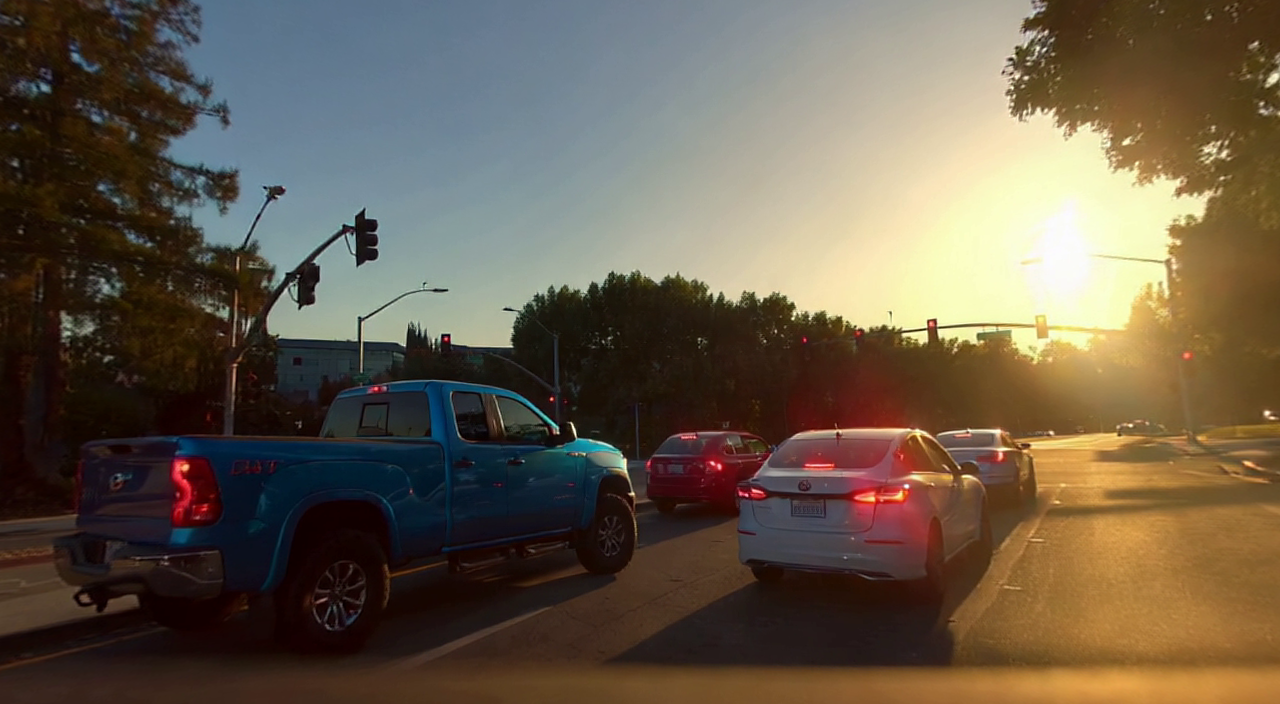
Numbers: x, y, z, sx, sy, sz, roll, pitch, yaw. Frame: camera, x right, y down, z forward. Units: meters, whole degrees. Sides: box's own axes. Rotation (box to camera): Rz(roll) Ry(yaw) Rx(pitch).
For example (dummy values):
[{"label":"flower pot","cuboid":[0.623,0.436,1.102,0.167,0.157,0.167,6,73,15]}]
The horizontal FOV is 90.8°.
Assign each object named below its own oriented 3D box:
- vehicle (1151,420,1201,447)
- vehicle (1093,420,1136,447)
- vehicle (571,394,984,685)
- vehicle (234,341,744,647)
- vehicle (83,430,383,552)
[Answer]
[{"label":"vehicle","cuboid":[35.766,5.480,42.194,2.183,1.714,4.491,-7,-11,37]},{"label":"vehicle","cuboid":[32.800,5.678,43.722,2.160,1.790,4.303,-6,-10,35]},{"label":"vehicle","cuboid":[1.720,1.376,5.988,2.027,1.549,4.801,-6,-10,35]},{"label":"vehicle","cuboid":[-0.877,1.400,7.465,2.272,2.016,6.146,-5,-10,27]},{"label":"vehicle","cuboid":[-8.304,2.768,13.438,2.174,2.057,4.738,-6,-10,33]}]
